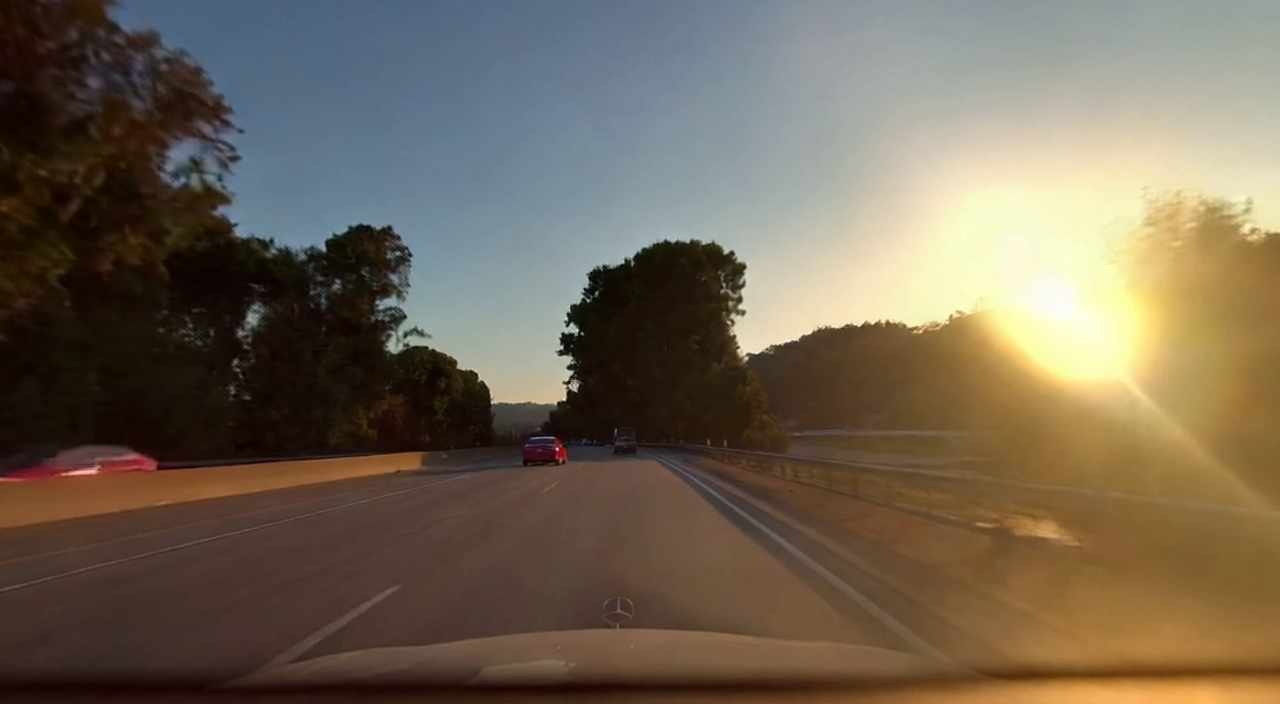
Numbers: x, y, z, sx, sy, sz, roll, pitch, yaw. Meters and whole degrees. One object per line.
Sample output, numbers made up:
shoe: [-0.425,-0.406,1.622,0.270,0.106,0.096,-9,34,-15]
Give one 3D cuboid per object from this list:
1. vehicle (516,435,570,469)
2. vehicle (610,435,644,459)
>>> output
vehicle: [-4.362,4.534,28.863,1.907,1.445,4.049,0,-8,-1]
vehicle: [-0.837,6.321,42.065,2.162,1.460,4.242,0,-8,0]
